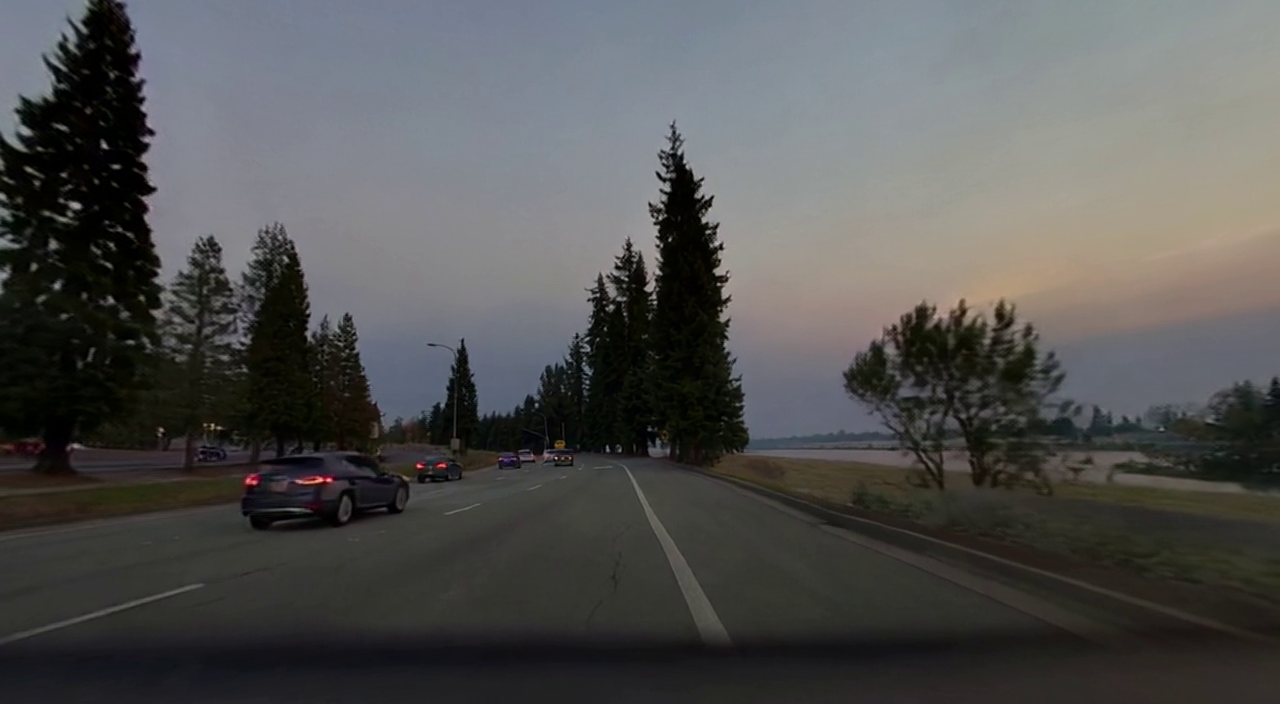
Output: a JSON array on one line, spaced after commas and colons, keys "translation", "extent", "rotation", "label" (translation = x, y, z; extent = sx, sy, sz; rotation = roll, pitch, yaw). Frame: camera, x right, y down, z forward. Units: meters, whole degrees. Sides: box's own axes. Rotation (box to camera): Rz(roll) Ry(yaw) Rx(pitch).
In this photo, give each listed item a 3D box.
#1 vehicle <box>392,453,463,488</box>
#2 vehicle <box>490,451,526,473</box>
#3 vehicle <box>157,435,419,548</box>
[{"translation": [-10.059, 5.612, 30.301], "extent": [1.781, 1.476, 4.513], "rotation": [0, -8, 1], "label": "vehicle"}, {"translation": [-10.220, 8.518, 49.111], "extent": [1.886, 1.535, 4.742], "rotation": [0, -8, -1], "label": "vehicle"}, {"translation": [-6.321, 2.519, 12.216], "extent": [2.210, 1.737, 4.649], "rotation": [-1, -8, 3], "label": "vehicle"}]
